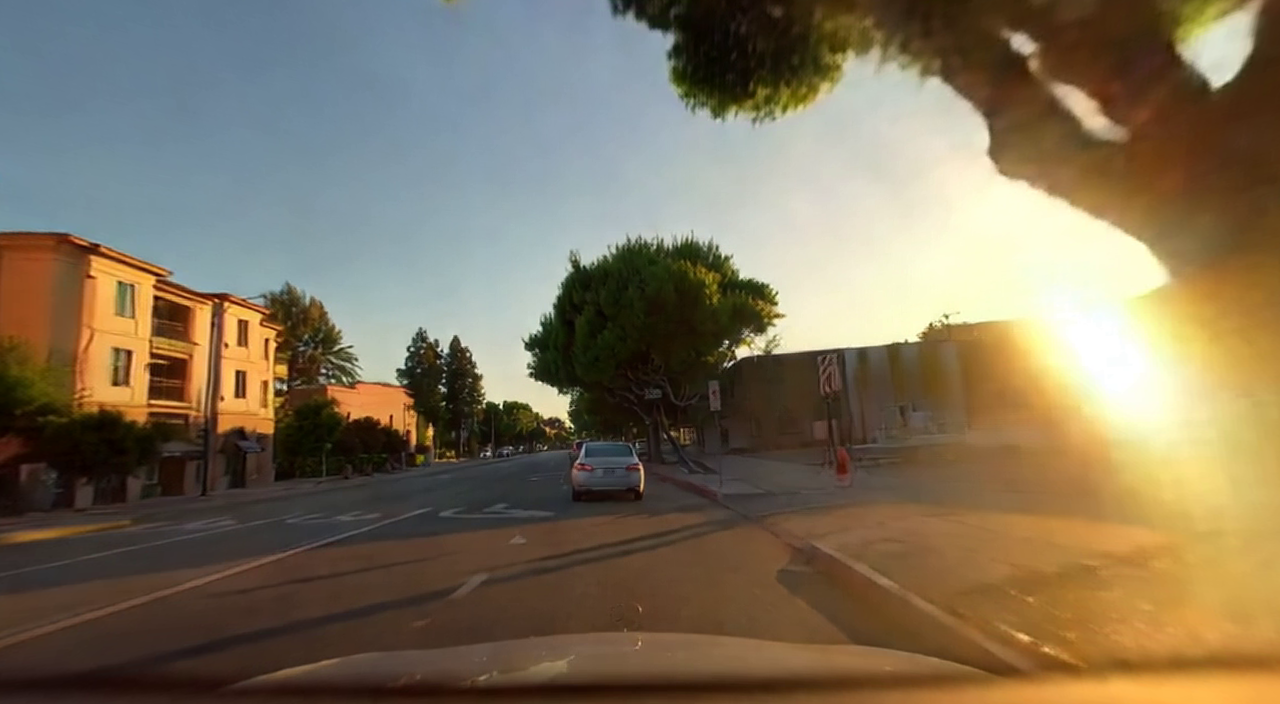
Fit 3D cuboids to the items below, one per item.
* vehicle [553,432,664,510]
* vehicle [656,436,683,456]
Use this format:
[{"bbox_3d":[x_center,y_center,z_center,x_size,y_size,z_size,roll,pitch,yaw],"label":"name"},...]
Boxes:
[{"bbox_3d":[-0.717,2.622,14.386,2.116,1.479,4.358,0,-8,-3],"label":"vehicle"},{"bbox_3d":[2.290,7.422,49.975,1.972,1.484,3.974,0,-8,0],"label":"vehicle"}]
